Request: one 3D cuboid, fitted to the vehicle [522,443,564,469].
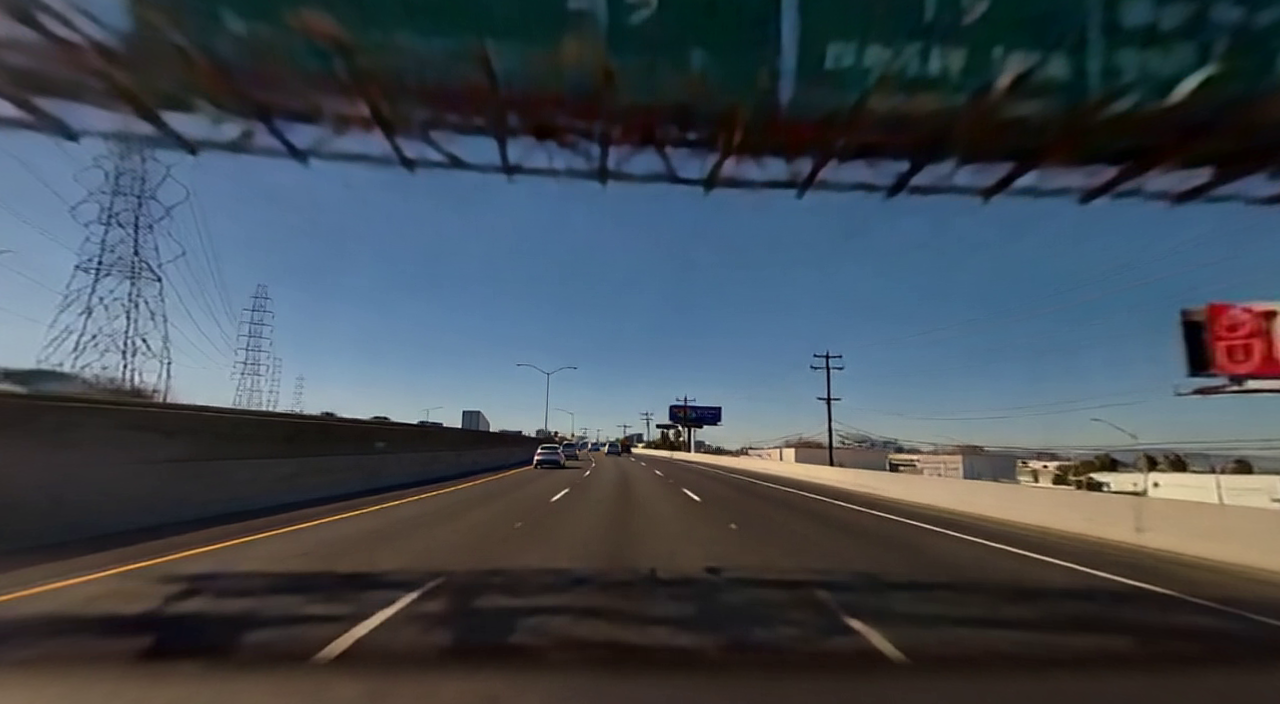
[{"bbox_3d":[-5.597,6.021,36.931,1.921,1.420,4.078,0,-8,-2],"label":"vehicle"}]
